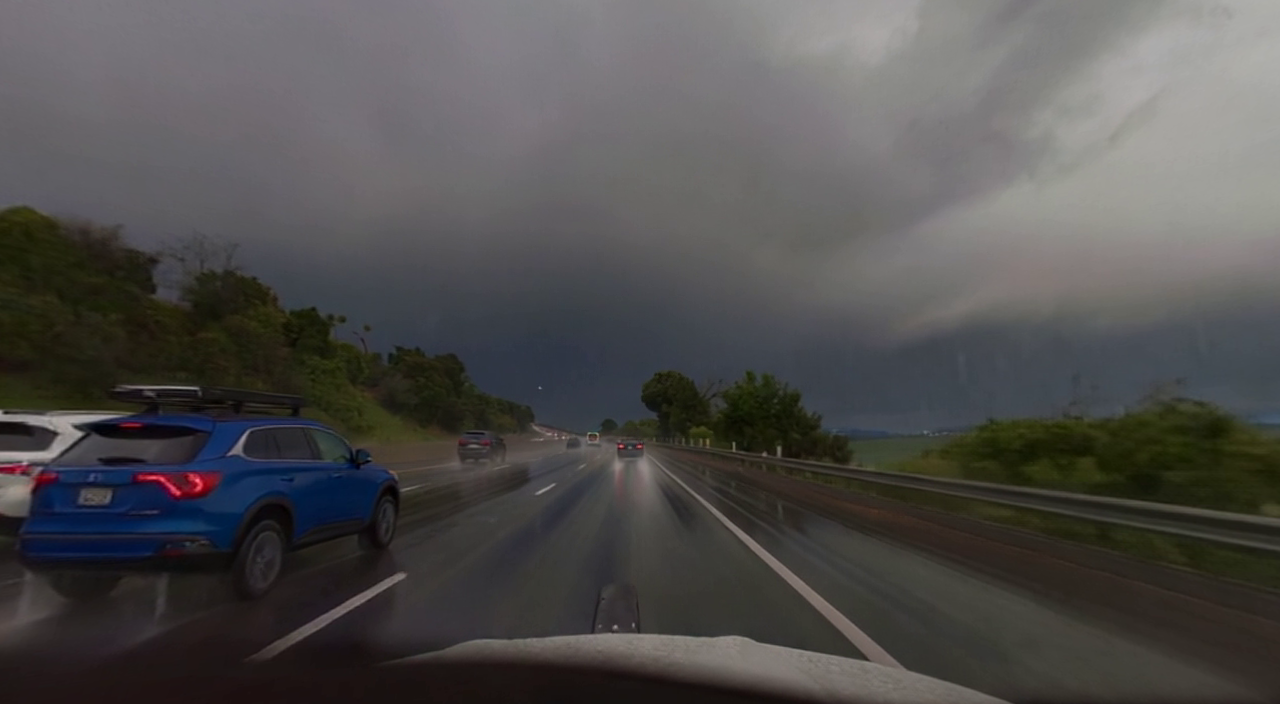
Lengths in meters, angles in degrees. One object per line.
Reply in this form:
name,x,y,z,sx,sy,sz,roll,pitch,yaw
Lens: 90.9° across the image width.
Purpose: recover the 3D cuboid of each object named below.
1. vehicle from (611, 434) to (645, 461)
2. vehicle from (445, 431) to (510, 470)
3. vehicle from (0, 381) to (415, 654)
vehicle,-0.775,6.357,42.111,2.178,1.658,3.916,0,-8,-1
vehicle,-7.758,4.732,30.588,1.964,1.745,4.338,0,-8,1
vehicle,-4.172,1.369,6.441,2.069,1.748,4.652,0,-8,-1
